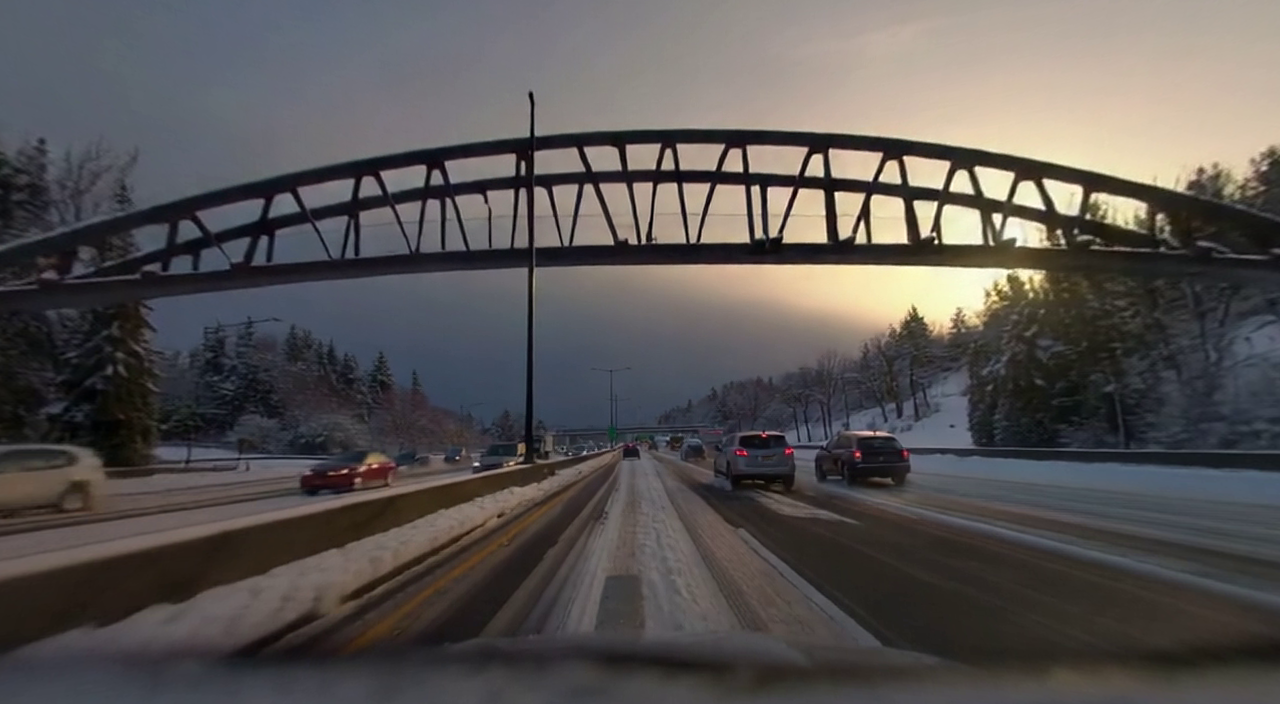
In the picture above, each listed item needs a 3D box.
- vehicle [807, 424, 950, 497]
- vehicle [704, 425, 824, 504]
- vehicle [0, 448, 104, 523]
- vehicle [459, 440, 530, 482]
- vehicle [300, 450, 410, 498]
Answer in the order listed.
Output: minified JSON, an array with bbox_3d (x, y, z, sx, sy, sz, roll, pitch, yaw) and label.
[{"bbox_3d":[6.581,3.065,18.200,2.040,1.801,4.959,0,-9,-2],"label":"vehicle"},{"bbox_3d":[2.934,2.779,15.988,2.059,1.711,4.302,0,-9,-1],"label":"vehicle"},{"bbox_3d":[-16.833,3.372,16.095,2.130,1.820,4.796,0,-9,-1],"label":"vehicle"},{"bbox_3d":[-6.110,4.598,26.993,2.019,1.633,4.367,0,-9,-1],"label":"vehicle"},{"bbox_3d":[-9.716,4.164,21.978,1.828,1.437,4.329,0,-9,0],"label":"vehicle"}]
